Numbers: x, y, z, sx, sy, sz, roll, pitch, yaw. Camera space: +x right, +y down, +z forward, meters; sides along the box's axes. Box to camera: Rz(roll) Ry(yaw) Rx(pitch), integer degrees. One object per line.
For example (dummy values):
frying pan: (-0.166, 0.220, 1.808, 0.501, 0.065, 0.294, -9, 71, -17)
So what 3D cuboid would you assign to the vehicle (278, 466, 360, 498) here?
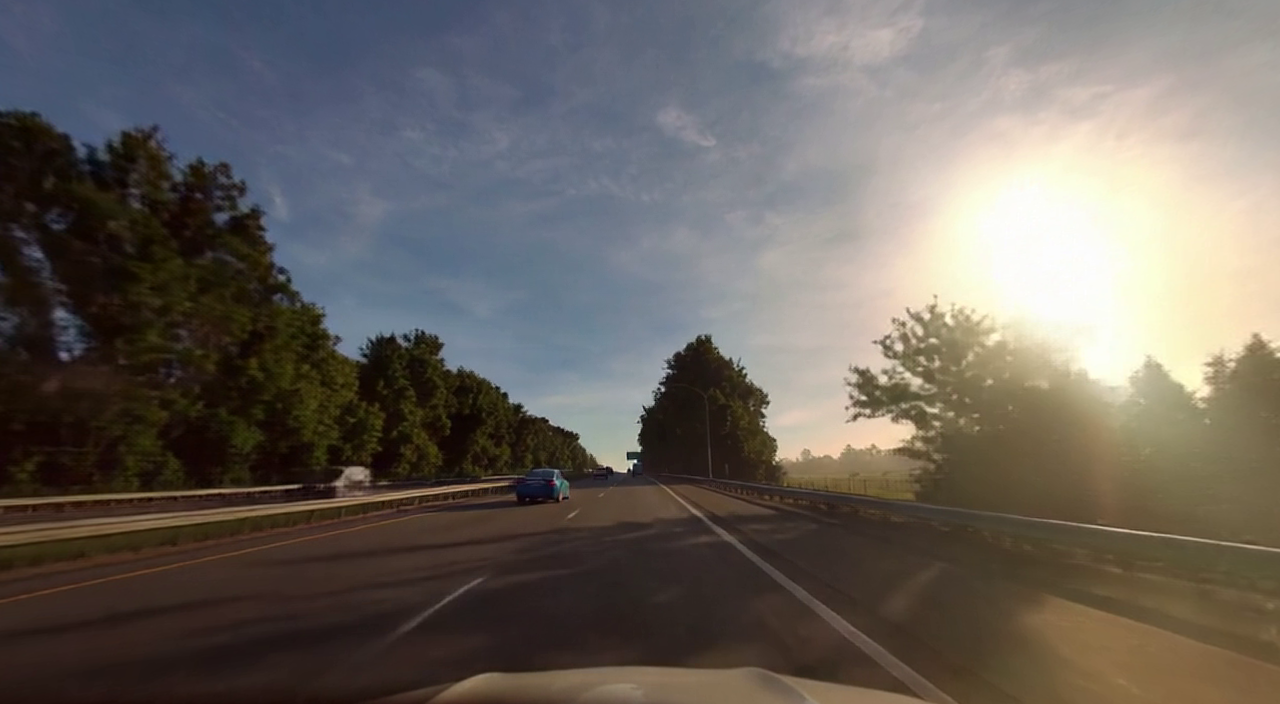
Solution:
vehicle: (-16.592, 6.726, 32.830, 1.880, 1.526, 4.462, 1, -11, 1)

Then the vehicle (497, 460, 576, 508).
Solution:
vehicle: (-3.654, 4.810, 23.135, 2.006, 1.516, 4.820, 1, -11, 1)
